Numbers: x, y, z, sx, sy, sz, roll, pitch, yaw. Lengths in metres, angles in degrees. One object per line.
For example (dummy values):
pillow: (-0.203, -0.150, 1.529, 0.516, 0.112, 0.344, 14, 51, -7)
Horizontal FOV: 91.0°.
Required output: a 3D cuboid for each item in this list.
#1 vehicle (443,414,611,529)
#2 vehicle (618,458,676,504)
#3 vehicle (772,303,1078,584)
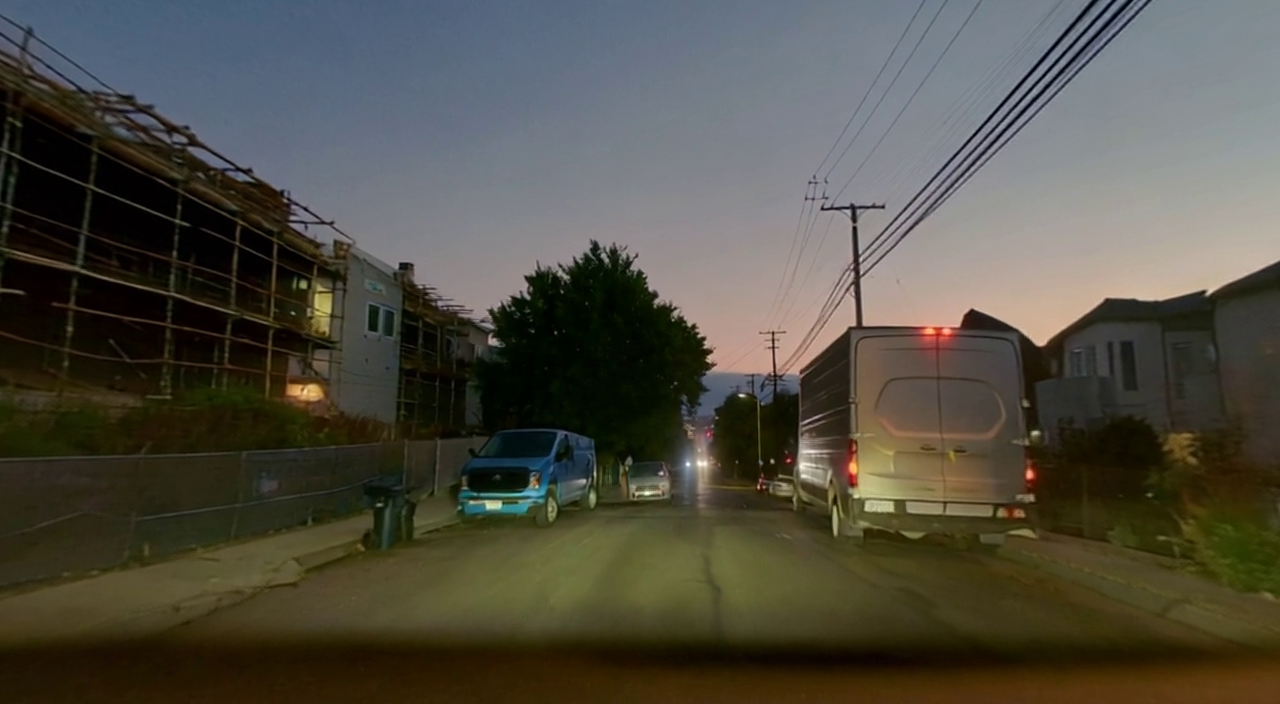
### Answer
vehicle: (-2.173, 2.389, 13.659, 2.171, 1.910, 4.789, -2, -5, 8)
vehicle: (0.440, 6.066, 30.078, 2.257, 1.916, 5.089, -1, -9, 7)
vehicle: (4.880, 1.891, 13.625, 2.915, 3.793, 9.963, 0, -8, 6)
